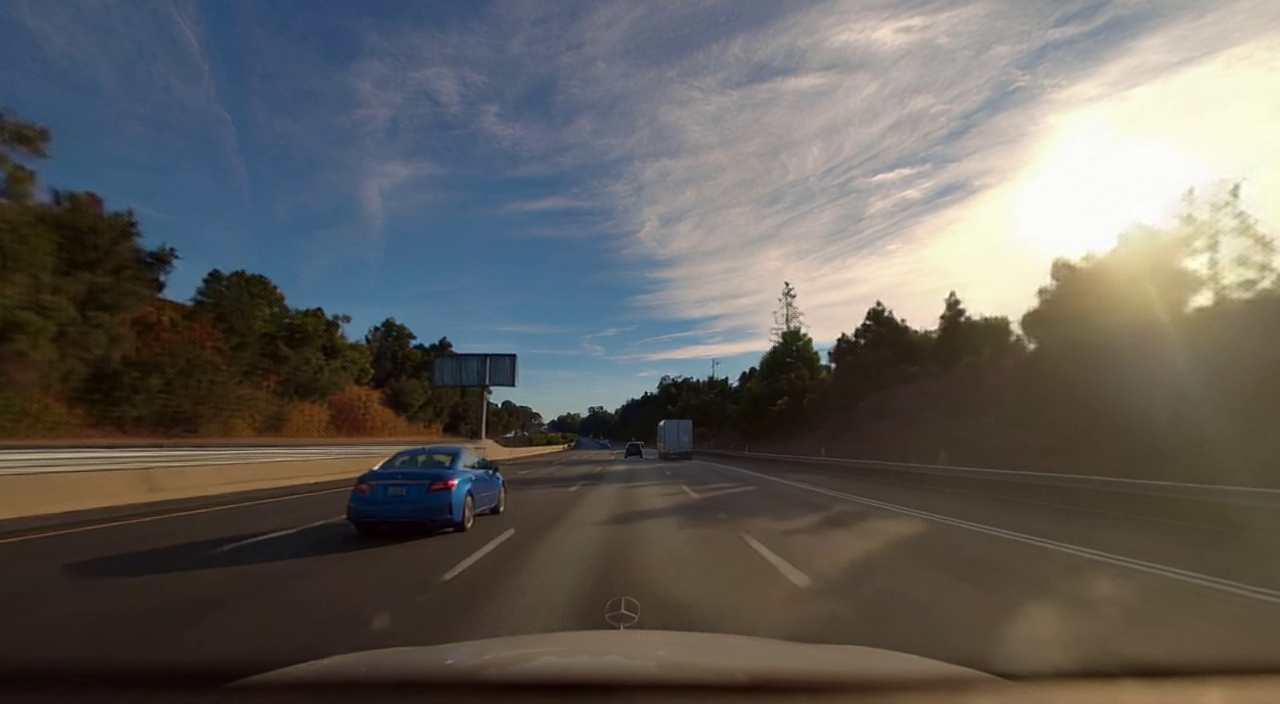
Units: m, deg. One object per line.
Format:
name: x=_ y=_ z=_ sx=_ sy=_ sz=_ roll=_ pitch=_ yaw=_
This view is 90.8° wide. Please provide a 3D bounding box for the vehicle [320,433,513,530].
vehicle: x=-3.930 y=2.354 z=12.052 sx=2.090 sy=1.487 sz=4.276 roll=0 pitch=-9 yaw=0
